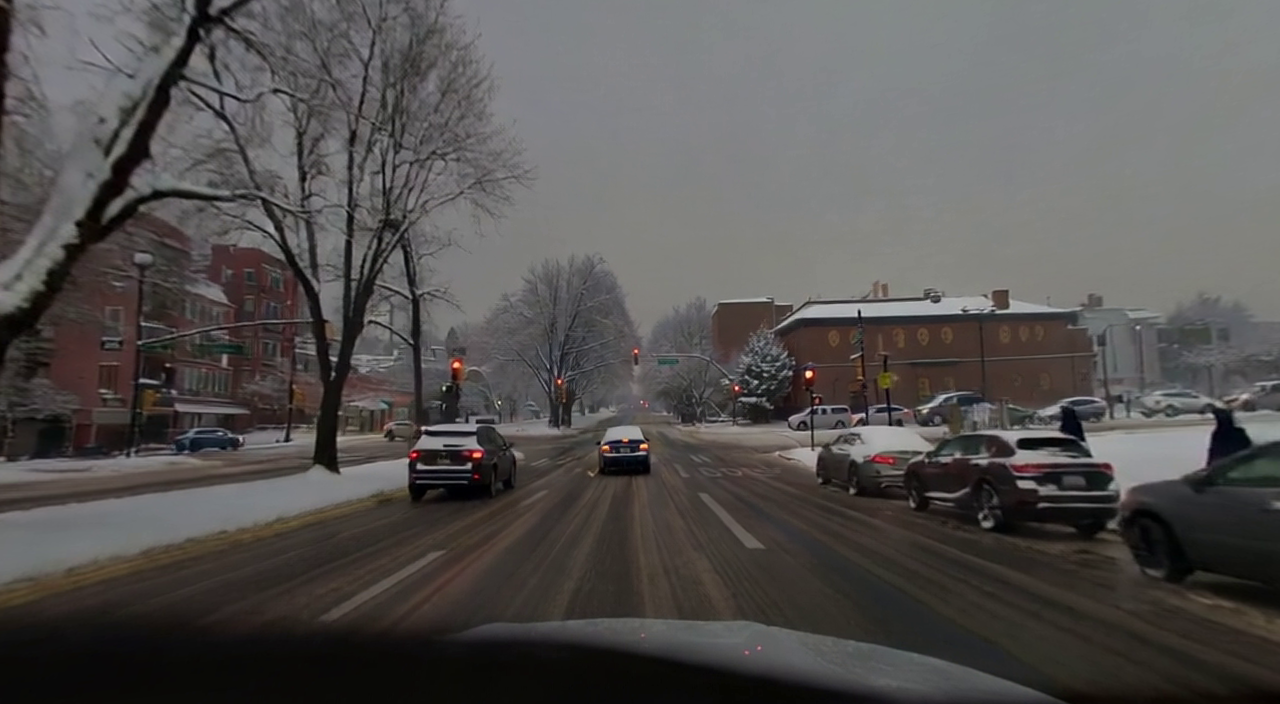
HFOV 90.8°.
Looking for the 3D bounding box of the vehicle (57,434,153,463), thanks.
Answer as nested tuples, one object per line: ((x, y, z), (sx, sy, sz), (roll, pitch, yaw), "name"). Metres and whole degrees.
((-34.987, 6.312, 41.367), (4.698, 1.833, 1.887), (-1, -8, 6), "vehicle")

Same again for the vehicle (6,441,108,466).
((-34.772, 6.048, 37.773), (3.957, 1.396, 2.134), (0, -9, 1), "vehicle")

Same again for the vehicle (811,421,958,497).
((6.158, 2.753, 16.610), (1.904, 1.705, 4.510), (0, -8, -2), "vehicle")

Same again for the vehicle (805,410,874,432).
((15.144, 5.284, 48.076), (4.775, 1.604, 1.915), (3, -9, -20), "vehicle")

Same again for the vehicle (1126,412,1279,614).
((6.204, 1.297, 5.003), (1.877, 1.642, 3.572), (0, -8, 2), "vehicle")

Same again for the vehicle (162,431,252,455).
((-27.807, 5.847, 40.685), (4.453, 1.471, 1.921), (-1, -8, 4), "vehicle")

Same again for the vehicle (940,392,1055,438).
((21.622, 3.869, 38.333), (5.756, 2.653, 2.403), (2, -8, -12), "vehicle")

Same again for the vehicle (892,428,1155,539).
((6.107, 2.115, 10.797), (1.959, 1.513, 4.104), (0, -8, 1), "vehicle")

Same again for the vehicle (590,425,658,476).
((-0.482, 3.278, 21.168), (2.082, 1.520, 3.896), (0, -8, 0), "vehicle")

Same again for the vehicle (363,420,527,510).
((-3.728, 2.254, 13.051), (1.934, 1.522, 4.464), (0, -8, 0), "vehicle")
